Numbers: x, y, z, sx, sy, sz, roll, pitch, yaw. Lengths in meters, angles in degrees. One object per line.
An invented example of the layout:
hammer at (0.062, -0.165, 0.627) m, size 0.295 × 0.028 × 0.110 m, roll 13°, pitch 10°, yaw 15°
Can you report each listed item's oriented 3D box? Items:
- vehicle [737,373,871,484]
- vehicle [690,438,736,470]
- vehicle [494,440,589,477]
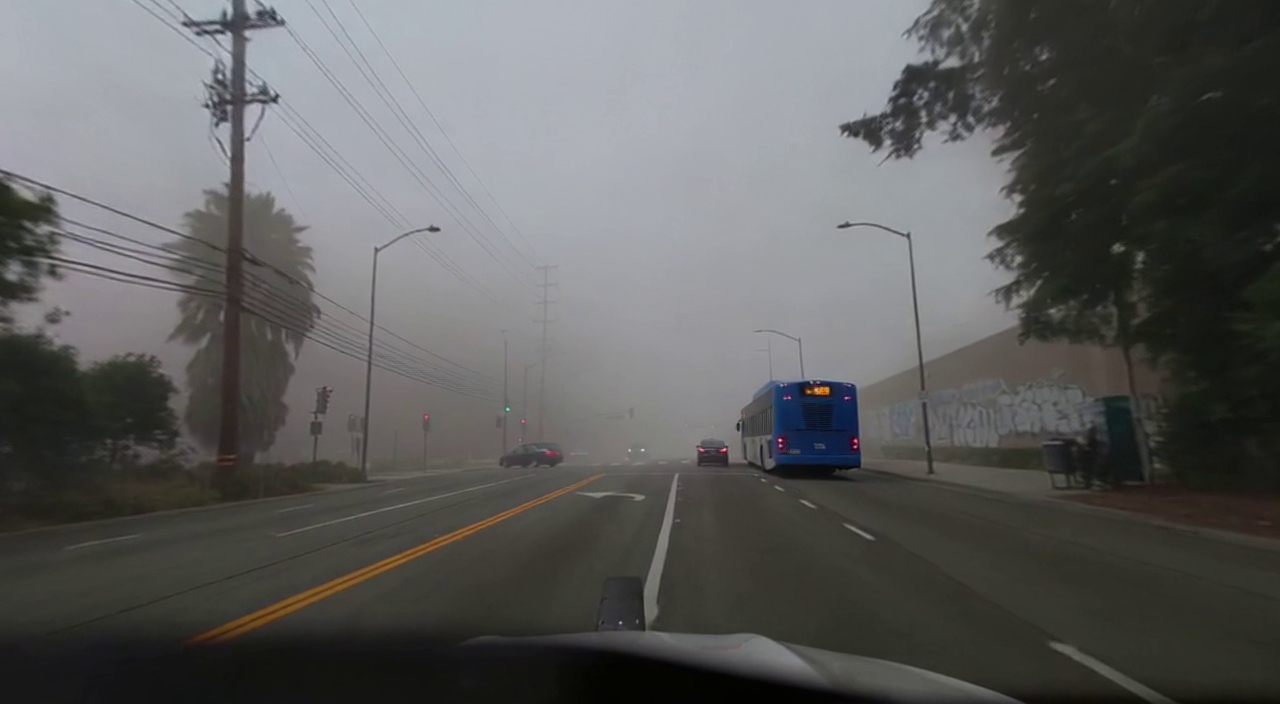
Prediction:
vehicle at (6.125, 3.311, 26.217) m, size 3.045 × 3.447 × 12.604 m, roll -1°, pitch -8°, yaw 4°
vehicle at (3.547, 5.021, 31.423) m, size 1.961 × 1.470 × 4.196 m, roll -1°, pitch -8°, yaw 3°
vehicle at (-4.561, 4.806, 28.820) m, size 4.420 × 1.544 × 2.018 m, roll -8°, pitch -12°, yaw 44°
